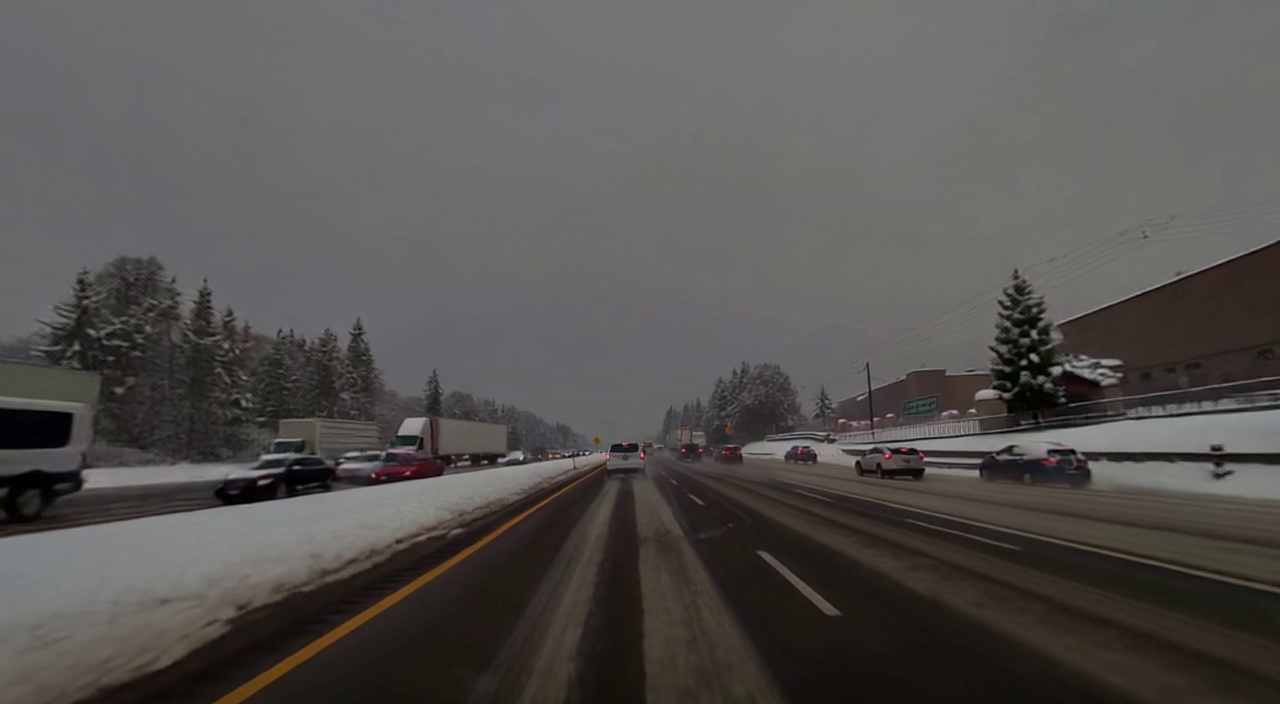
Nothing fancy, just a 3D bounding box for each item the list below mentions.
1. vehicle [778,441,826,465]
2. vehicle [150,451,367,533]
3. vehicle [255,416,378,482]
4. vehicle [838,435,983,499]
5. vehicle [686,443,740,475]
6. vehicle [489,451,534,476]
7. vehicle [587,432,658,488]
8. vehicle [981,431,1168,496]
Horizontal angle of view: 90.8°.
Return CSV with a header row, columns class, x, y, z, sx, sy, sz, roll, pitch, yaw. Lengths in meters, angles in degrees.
class,x,y,z,sx,sy,sz,roll,pitch,yaw
vehicle,10.692,6.679,41.982,1.901,1.485,4.483,0,-9,-2
vehicle,-8.181,2.994,14.190,2.086,1.477,4.438,0,-9,0
vehicle,-22.736,6.941,45.470,2.958,4.081,11.148,0,-9,0
vehicle,7.030,3.017,16.997,1.958,1.473,4.201,0,-9,-1
vehicle,3.573,5.311,31.697,1.934,1.461,4.368,0,-9,-4
vehicle,-8.169,7.125,40.539,1.897,1.470,4.474,0,-9,0
vehicle,-0.581,3.854,22.854,2.298,1.809,4.359,0,-8,0
vehicle,11.256,2.902,16.819,1.944,1.505,4.138,0,-9,-2
